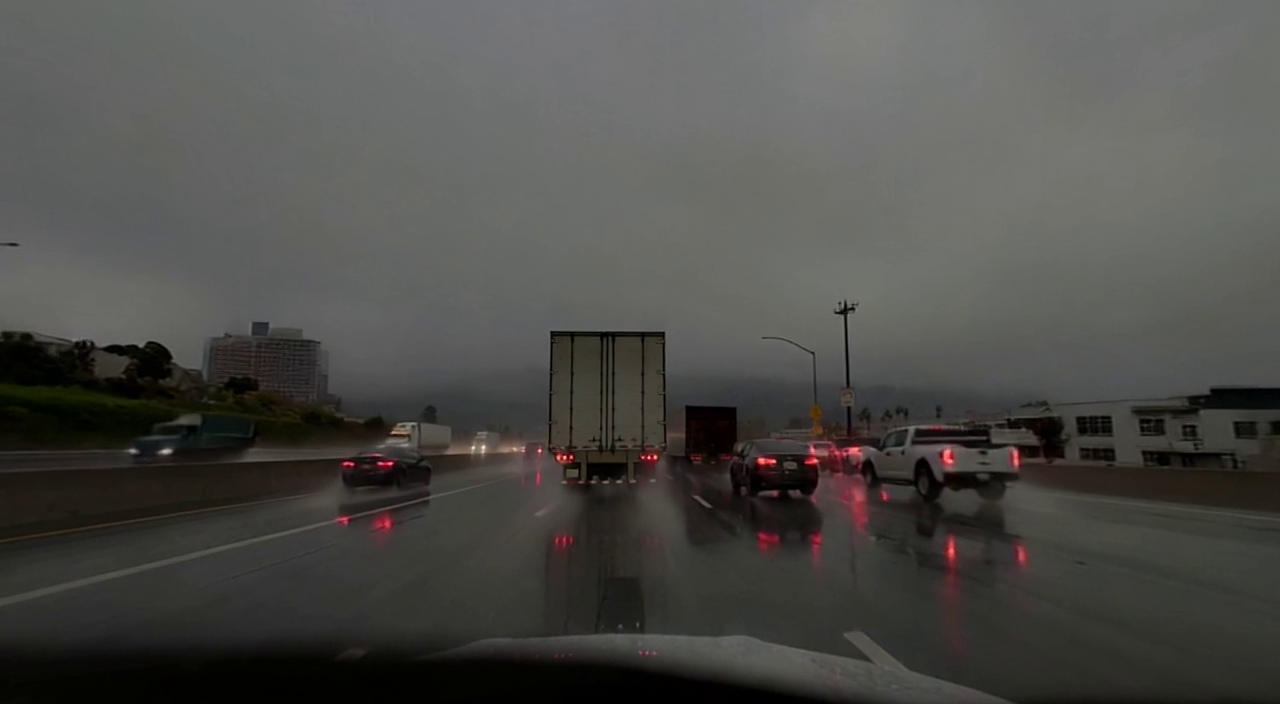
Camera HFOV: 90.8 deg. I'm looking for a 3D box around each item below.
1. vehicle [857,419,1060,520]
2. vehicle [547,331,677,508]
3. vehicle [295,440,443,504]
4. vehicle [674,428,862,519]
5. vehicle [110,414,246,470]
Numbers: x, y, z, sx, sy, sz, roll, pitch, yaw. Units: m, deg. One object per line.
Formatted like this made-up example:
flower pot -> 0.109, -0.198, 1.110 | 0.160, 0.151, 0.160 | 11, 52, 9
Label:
vehicle -> 6.885, 2.590, 14.388 | 2.070, 1.888, 4.546 | 0, -9, -2
vehicle -> -0.668, 2.312, 19.795 | 2.906, 4.040, 10.743 | 0, -9, 0
vehicle -> -7.142, 3.194, 17.308 | 1.973, 1.471, 4.779 | 0, -9, 0
vehicle -> 3.180, 3.759, 21.115 | 2.869, 1.940, 14.755 | 0, -9, -2
vehicle -> -23.701, 4.710, 32.851 | 2.694, 2.597, 5.906 | 0, -9, -2
